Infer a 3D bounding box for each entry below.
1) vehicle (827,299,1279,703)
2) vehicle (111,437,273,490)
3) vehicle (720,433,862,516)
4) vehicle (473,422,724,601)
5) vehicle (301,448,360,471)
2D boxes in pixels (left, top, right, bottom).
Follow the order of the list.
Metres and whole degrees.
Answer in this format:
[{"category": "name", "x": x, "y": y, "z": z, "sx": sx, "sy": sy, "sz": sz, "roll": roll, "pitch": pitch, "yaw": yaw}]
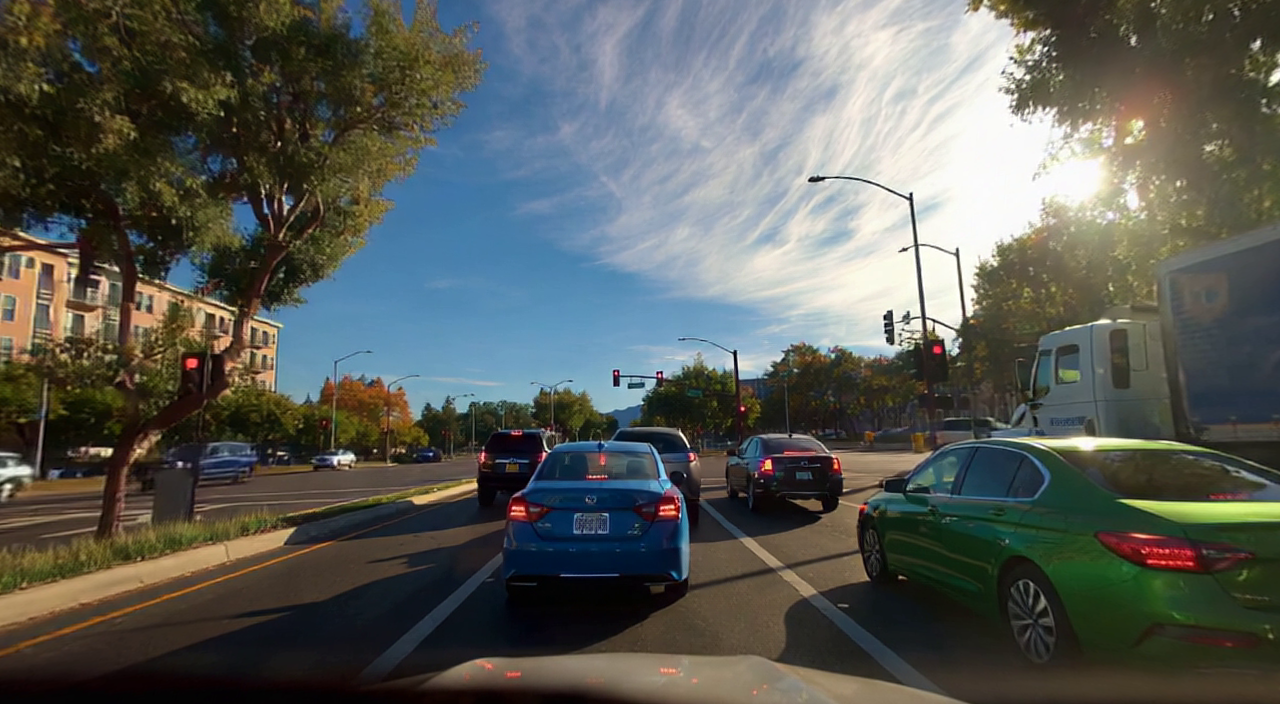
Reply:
[{"category": "vehicle", "x": 3.581, "y": 1.107, "z": 5.054, "sx": 2.572, "sy": 1.945, "sz": 5.065, "roll": 0, "pitch": -8, "yaw": 0}, {"category": "vehicle", "x": -17.941, "y": 4.477, "z": 25.843, "sx": 2.308, "sy": 1.903, "sz": 5.813, "roll": 0, "pitch": -8, "yaw": 0}, {"category": "vehicle", "x": 3.162, "y": 2.664, "z": 14.314, "sx": 2.026, "sy": 1.549, "sz": 4.559, "roll": 0, "pitch": -8, "yaw": -1}, {"category": "vehicle", "x": -0.373, "y": 1.652, "z": 7.407, "sx": 2.143, "sy": 1.520, "sz": 3.848, "roll": 0, "pitch": -8, "yaw": -1}, {"category": "vehicle", "x": -21.978, "y": 7.644, "z": 45.032, "sx": 1.863, "sy": 1.496, "sz": 4.389, "roll": 0, "pitch": -8, "yaw": 1}]
